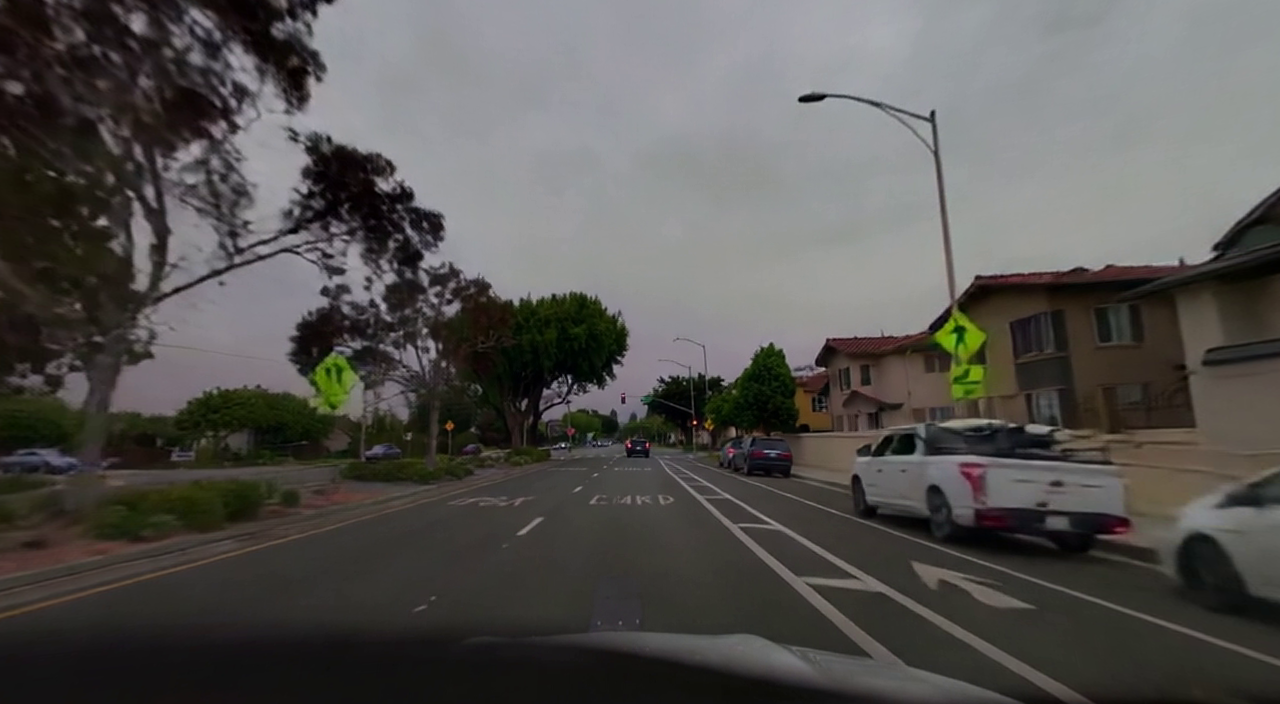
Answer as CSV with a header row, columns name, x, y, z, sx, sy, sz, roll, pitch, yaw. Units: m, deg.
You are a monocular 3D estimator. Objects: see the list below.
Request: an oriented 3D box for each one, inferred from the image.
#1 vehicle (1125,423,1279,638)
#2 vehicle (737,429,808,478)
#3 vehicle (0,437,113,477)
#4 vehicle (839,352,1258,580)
name,x,y,z,sx,sy,sz,roll,pitch,yaw
vehicle,5.766,1.208,3.858,1.940,1.584,4.553,1,-9,0
vehicle,5.593,4.344,27.315,2.008,1.930,4.919,0,-8,1
vehicle,-36.533,6.467,39.006,5.817,2.386,2.307,0,-9,0
vehicle,5.480,1.730,10.178,2.324,2.468,6.422,1,-9,-1
